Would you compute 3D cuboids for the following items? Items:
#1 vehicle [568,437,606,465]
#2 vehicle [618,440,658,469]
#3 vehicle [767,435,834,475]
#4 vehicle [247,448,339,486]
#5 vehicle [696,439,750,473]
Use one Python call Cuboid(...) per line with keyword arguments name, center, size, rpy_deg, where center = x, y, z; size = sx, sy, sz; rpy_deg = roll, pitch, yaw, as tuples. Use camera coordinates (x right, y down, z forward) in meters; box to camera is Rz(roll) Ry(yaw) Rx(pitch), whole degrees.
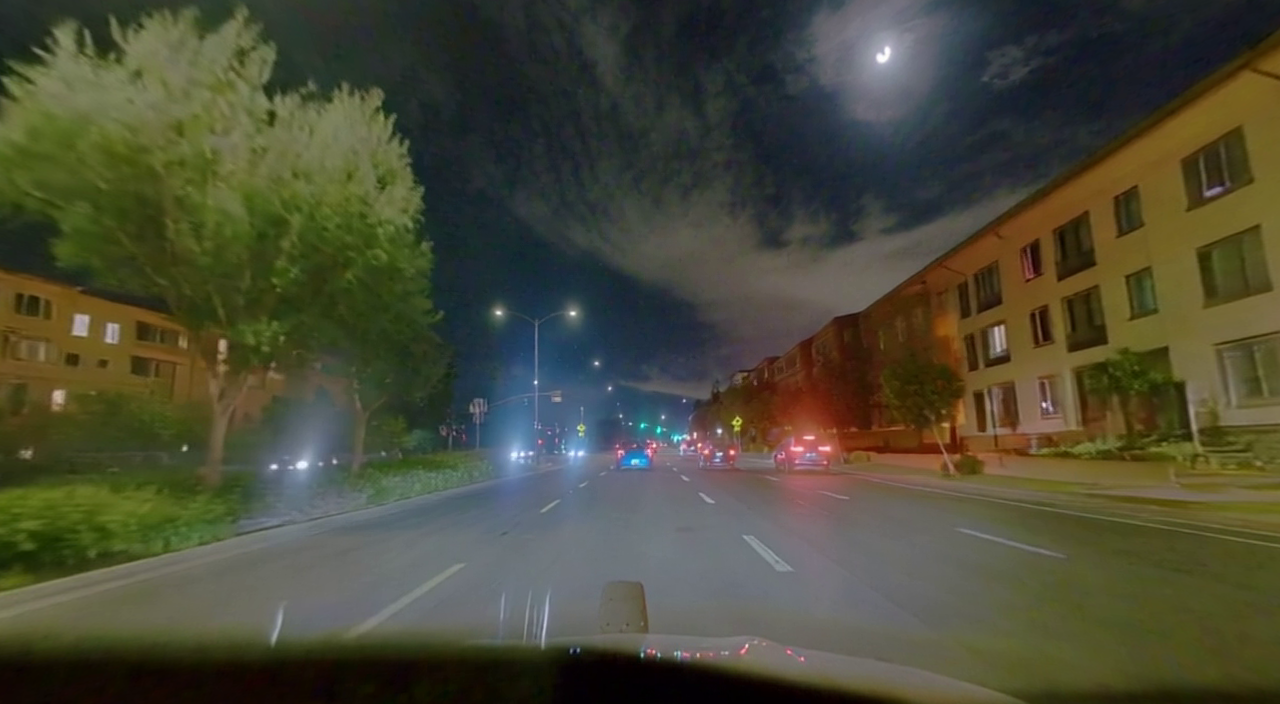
Cuboid(name="vehicle", center=(-3.409, 6.514, 41.507), size=(2.031, 1.705, 4.325), rpy_deg=(0, -8, 1))
Cuboid(name="vehicle", center=(-0.086, 5.657, 34.903), size=(2.102, 1.481, 3.907), rpy_deg=(0, -8, 1))
Cuboid(name="vehicle", center=(7.451, 4.809, 29.642), size=(1.972, 1.700, 4.269), rpy_deg=(0, -8, -1))
Cuboid(name="vehicle", center=(-17.989, 5.965, 32.970), size=(2.110, 1.789, 4.639), rpy_deg=(0, -8, 1))
Cuboid(name="vehicle", center=(3.948, 5.032, 30.705), size=(2.067, 1.514, 4.188), rpy_deg=(0, -8, 0))
